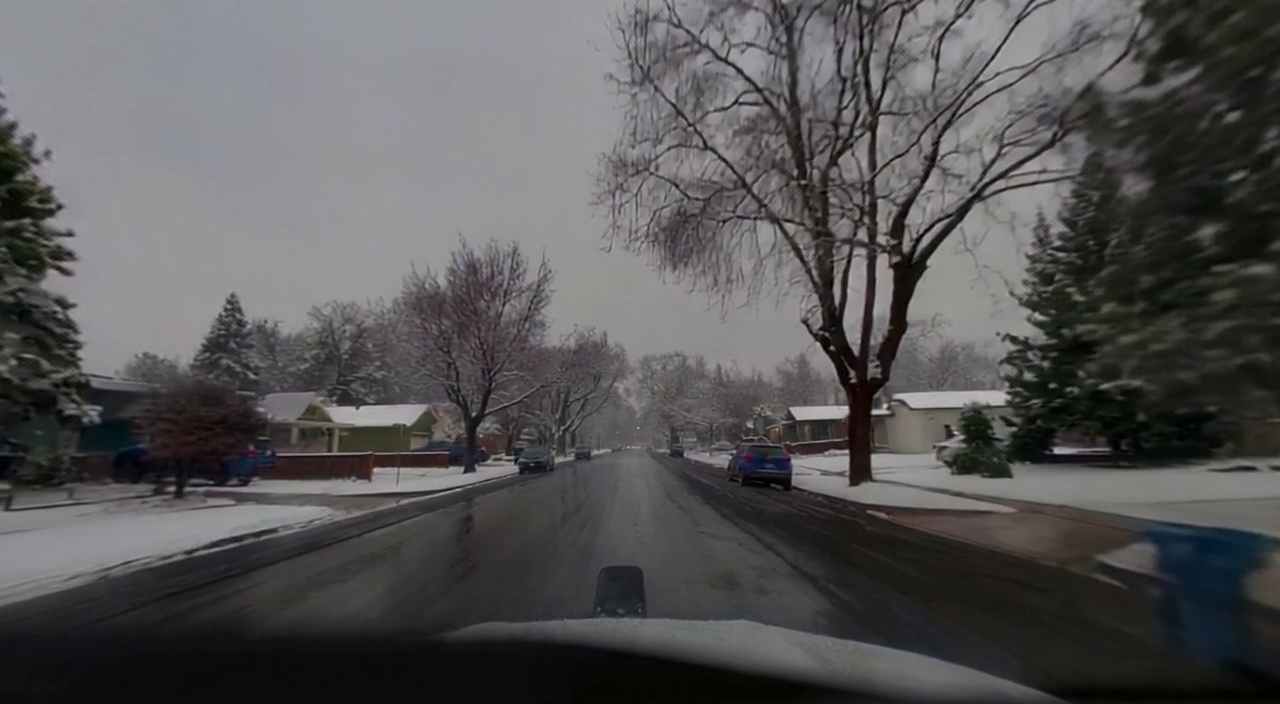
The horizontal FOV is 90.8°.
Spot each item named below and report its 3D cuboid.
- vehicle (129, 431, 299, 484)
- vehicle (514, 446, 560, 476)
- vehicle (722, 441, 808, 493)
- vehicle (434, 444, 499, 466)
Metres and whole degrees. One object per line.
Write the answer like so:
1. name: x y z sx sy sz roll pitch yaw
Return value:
1. vehicle: -15.202 3.781 22.800 4.530 1.777 2.107 0 -8 -2
2. vehicle: -5.909 6.288 36.794 1.944 1.621 4.187 -1 -9 1
3. vehicle: 4.135 3.860 21.677 1.996 1.585 4.371 0 -8 -1
4. vehicle: -12.522 7.452 45.817 4.135 1.567 1.944 0 -8 2
